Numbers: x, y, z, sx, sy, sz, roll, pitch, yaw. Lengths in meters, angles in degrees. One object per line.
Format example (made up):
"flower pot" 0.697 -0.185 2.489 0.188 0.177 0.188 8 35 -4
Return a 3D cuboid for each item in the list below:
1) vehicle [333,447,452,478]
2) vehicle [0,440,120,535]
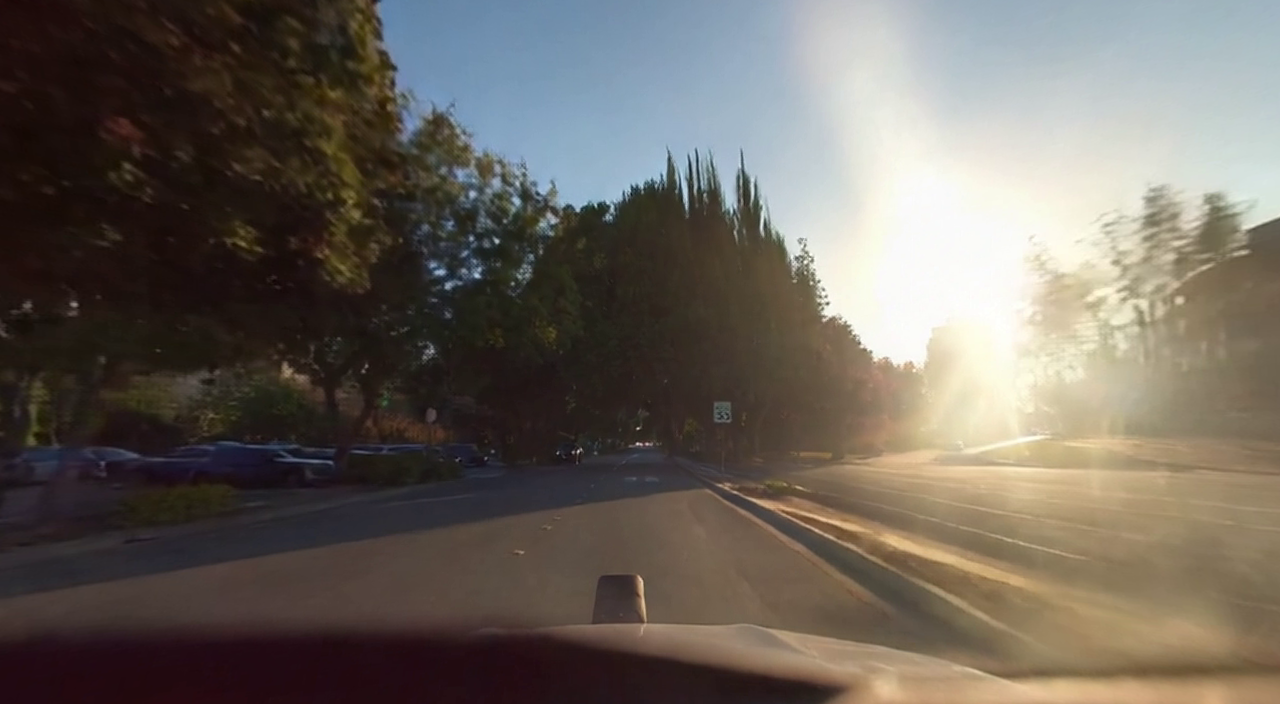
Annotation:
"vehicle" -12.801 5.747 32.794 5.300 1.432 1.951 1 -8 0
"vehicle" -13.483 2.614 12.521 4.422 1.694 2.026 0 -8 1
